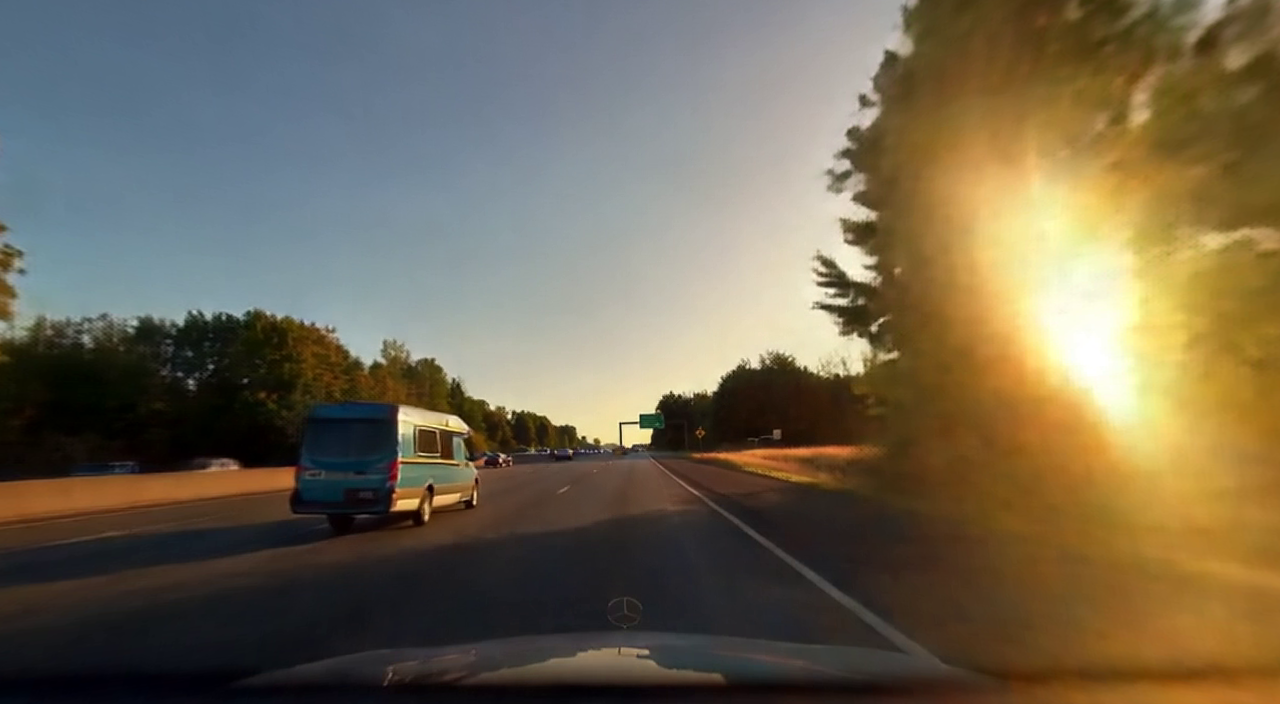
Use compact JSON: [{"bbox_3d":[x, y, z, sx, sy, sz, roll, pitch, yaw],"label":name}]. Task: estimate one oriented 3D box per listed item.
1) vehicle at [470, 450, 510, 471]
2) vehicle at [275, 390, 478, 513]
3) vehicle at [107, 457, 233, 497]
[{"bbox_3d":[-11.443,8.249,48.313,1.981,1.503,4.207,0,-8,0],"label":"vehicle"},{"bbox_3d":[-7.320,2.946,18.988,2.747,2.934,7.411,0,-8,1],"label":"vehicle"},{"bbox_3d":[-19.673,5.233,26.722,1.850,1.450,4.544,0,-8,0],"label":"vehicle"}]
